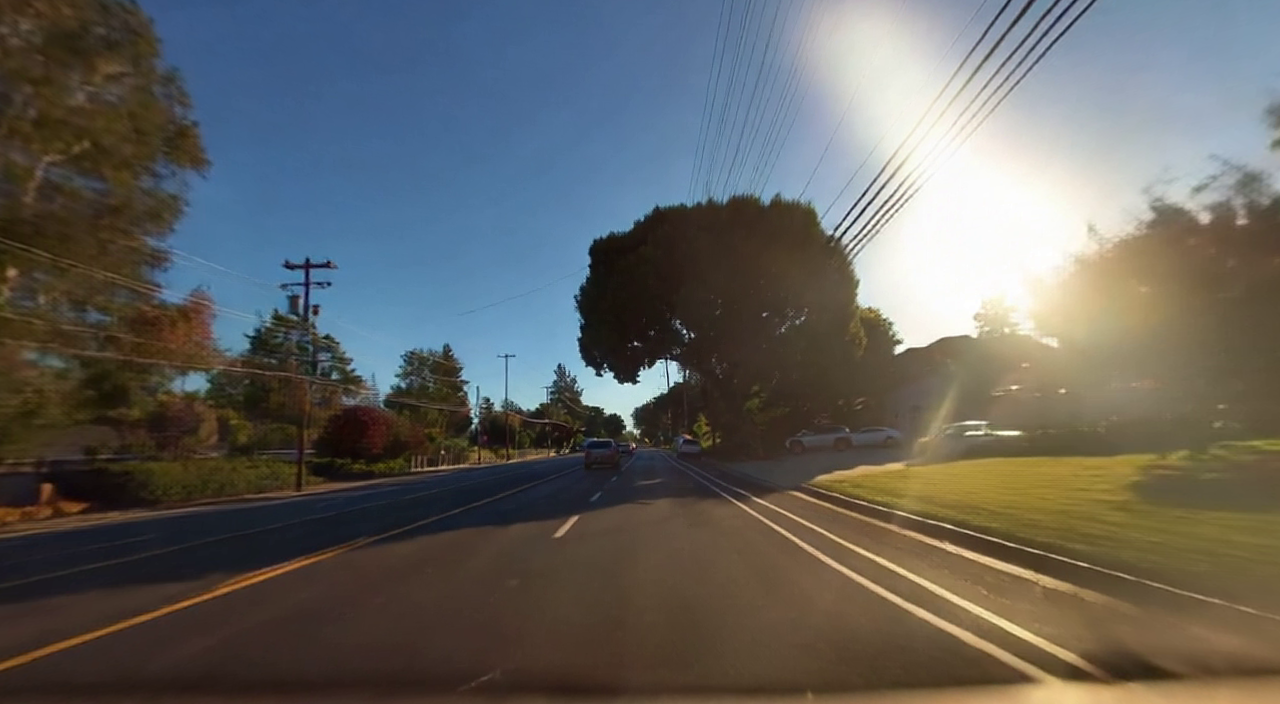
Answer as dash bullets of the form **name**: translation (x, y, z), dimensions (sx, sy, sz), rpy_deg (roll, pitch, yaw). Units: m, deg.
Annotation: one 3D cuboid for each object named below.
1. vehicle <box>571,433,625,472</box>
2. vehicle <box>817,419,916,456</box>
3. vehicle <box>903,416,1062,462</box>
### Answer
- **vehicle**: translation (-2.079, 5.218, 32.889), dimensions (2.327, 1.861, 4.941), rpy_deg (-1, -9, 2)
- **vehicle**: translation (12.543, 4.769, 35.126), dimensions (4.719, 1.553, 1.889), rpy_deg (-5, -8, 0)
- **vehicle**: translation (11.986, 3.123, 22.351), dimensions (2.212, 1.404, 4.283), rpy_deg (3, -10, -33)
